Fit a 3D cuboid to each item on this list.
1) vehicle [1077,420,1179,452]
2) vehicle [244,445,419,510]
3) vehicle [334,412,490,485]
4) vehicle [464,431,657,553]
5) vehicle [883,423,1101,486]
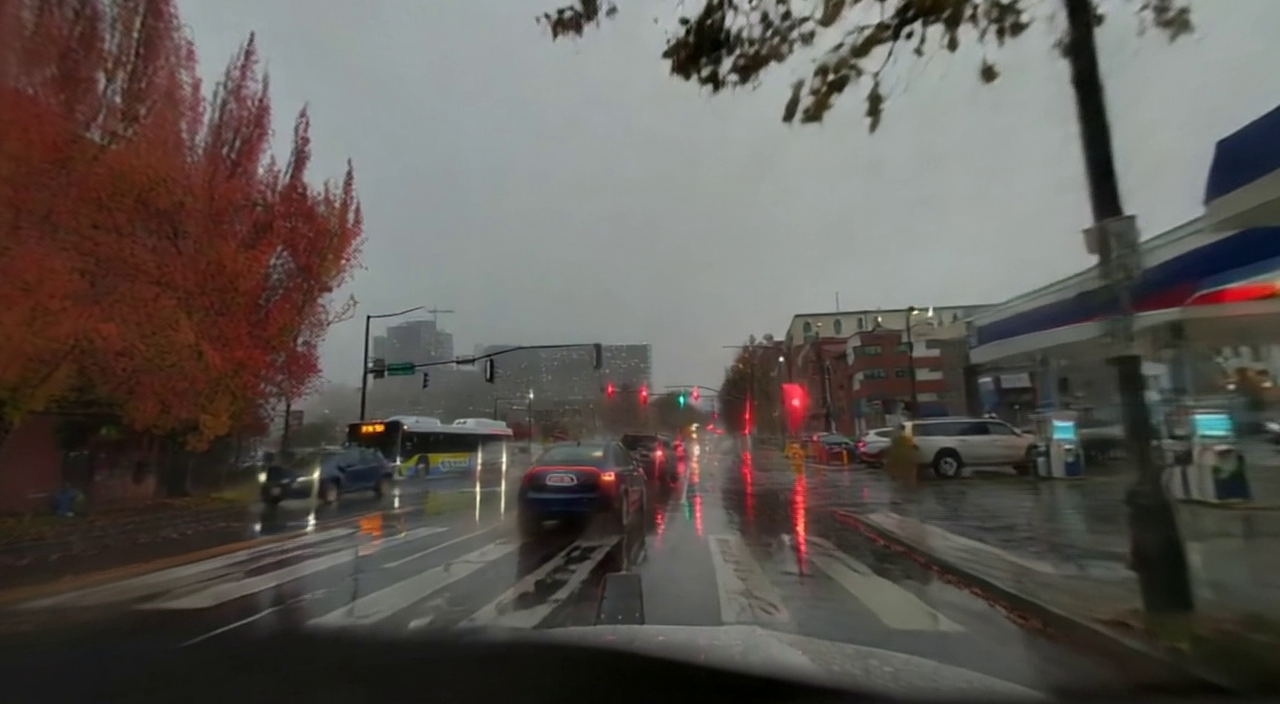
[{"bbox_3d":[28.567,4.964,36.817,4.130,1.665,2.141,-2,-8,-1],"label":"vehicle"},{"bbox_3d":[-8.640,3.526,18.250,2.054,1.599,5.178,-1,-9,6],"label":"vehicle"},{"bbox_3d":[-11.533,5.186,33.678,3.189,3.205,11.526,0,-9,5],"label":"vehicle"},{"bbox_3d":[-0.966,2.078,10.024,2.092,1.507,4.078,-1,-9,7],"label":"vehicle"},{"bbox_3d":[9.836,2.926,17.935,4.894,1.451,2.089,-3,-9,6],"label":"vehicle"}]
